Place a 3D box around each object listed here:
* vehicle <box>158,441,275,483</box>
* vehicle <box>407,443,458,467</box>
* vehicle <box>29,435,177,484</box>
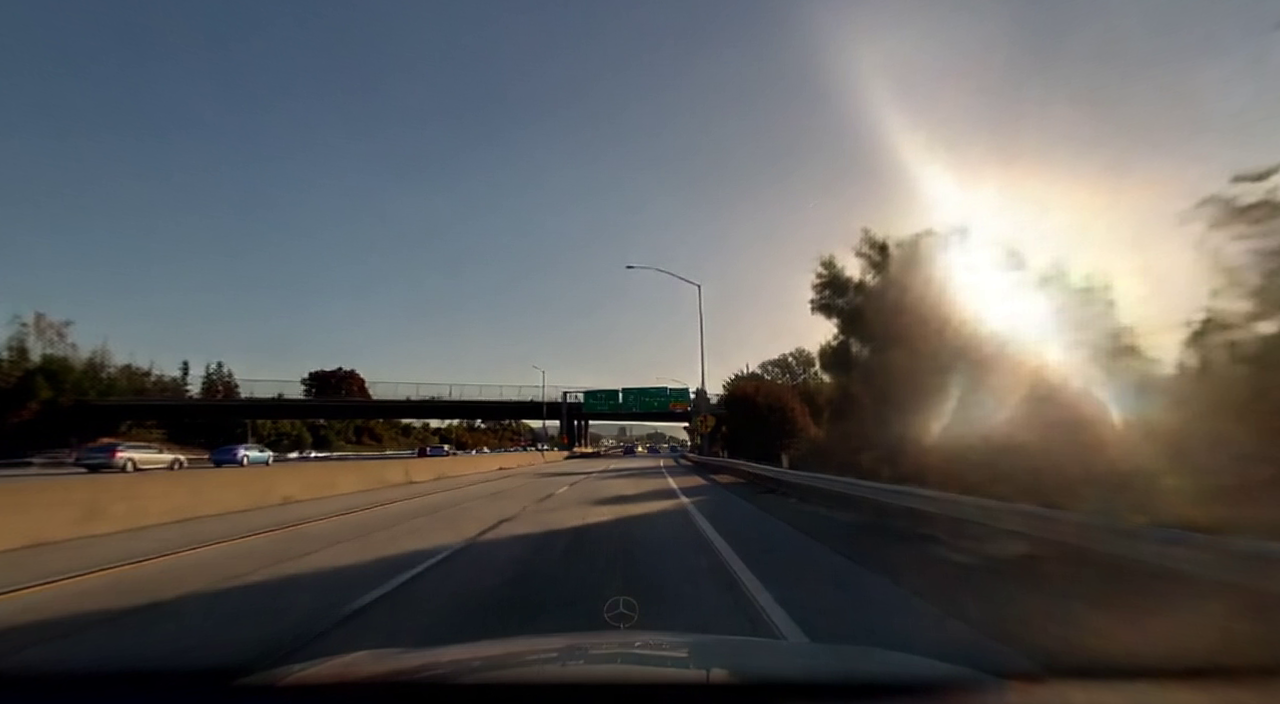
[{"bbox_3d":[-16.888,4.394,25.519,1.829,1.520,4.505,0,-9,-4],"label":"vehicle"},{"bbox_3d":[-14.086,7.001,43.219,2.271,1.537,4.029,0,-8,-3],"label":"vehicle"},{"bbox_3d":[-20.743,4.149,24.719,2.049,1.718,4.445,0,-9,-4],"label":"vehicle"}]
